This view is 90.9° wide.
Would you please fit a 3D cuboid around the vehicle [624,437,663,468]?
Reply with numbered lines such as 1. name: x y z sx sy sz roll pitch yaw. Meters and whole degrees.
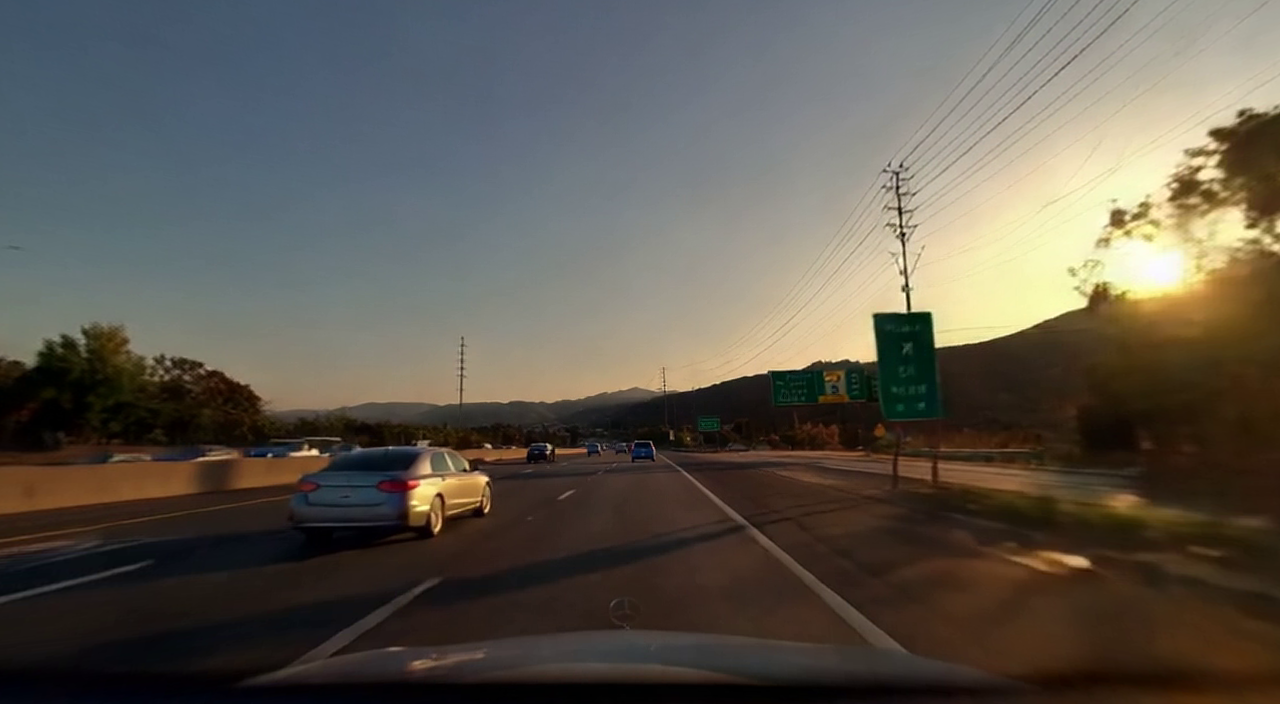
1. vehicle: 0.178 6.006 37.796 2.194 1.737 4.127 0 -8 -1

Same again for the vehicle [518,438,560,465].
1. vehicle: -7.120 7.063 44.914 2.091 1.775 4.601 0 -8 1

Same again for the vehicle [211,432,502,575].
1. vehicle: -3.588 1.989 9.253 1.967 1.517 4.808 0 -8 1

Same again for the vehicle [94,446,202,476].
1. vehicle: -28.293 6.268 36.516 2.182 1.596 5.004 0 -8 0
